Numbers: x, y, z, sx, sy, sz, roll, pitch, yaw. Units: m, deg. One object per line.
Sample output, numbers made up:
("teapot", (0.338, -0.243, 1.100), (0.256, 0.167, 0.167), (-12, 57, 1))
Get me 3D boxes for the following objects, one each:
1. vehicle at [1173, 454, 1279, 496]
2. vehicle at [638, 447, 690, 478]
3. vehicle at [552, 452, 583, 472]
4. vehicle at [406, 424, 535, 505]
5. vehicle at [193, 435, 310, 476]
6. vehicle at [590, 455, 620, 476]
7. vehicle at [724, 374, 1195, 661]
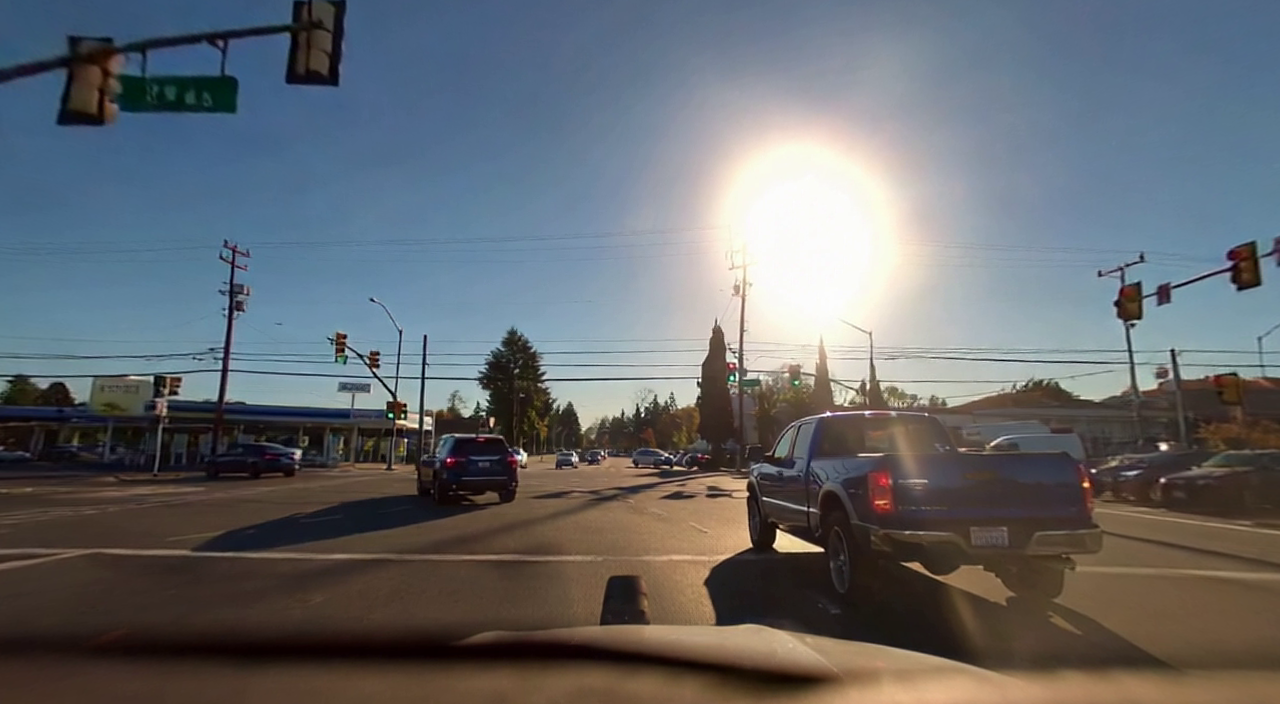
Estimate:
("vehicle", (23.026, 4.547, 23.525), (4.426, 1.455, 1.980), (0, -9, -1))
("vehicle", (1.352, 6.574, 37.721), (1.977, 1.726, 4.721), (2, -9, -12))
("vehicle", (-5.615, 8.499, 49.040), (1.856, 1.448, 4.455), (0, -9, 1))
("vehicle", (-4.810, 3.014, 17.317), (2.141, 1.842, 4.889), (5, -10, -30))
("vehicle", (-17.435, 4.641, 28.295), (4.498, 1.725, 1.921), (-3, -9, 18))
("vehicle", (-2.336, 7.482, 41.809), (1.898, 1.281, 4.013), (0, -9, -3))
("vehicle", (2.427, 1.444, 6.724), (2.036, 1.818, 5.192), (0, -9, -3))
